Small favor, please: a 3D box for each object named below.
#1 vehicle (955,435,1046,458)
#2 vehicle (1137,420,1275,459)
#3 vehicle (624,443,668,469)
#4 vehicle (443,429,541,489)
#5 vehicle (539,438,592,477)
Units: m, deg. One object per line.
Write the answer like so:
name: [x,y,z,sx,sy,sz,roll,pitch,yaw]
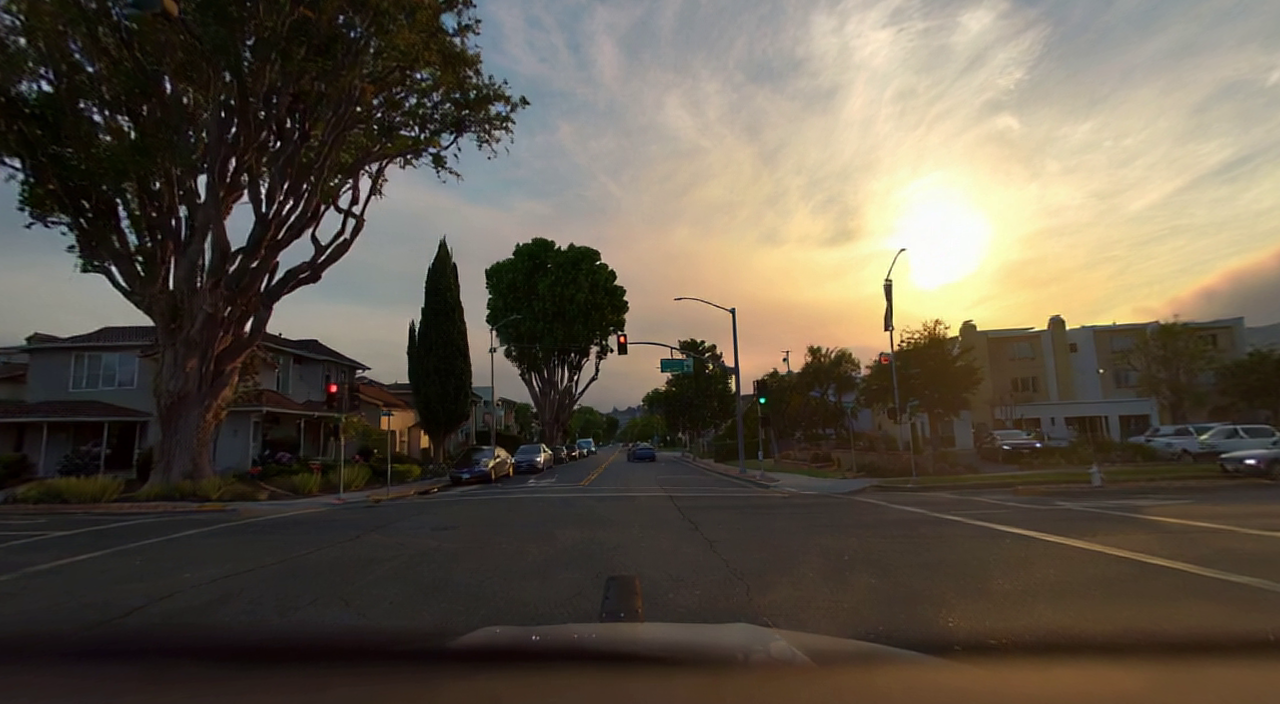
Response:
vehicle: [24.968,6.552,43.838,5.172,1.515,1.851,0,-9,-2]
vehicle: [33.263,5.158,37.238,5.969,2.149,2.331,0,-9,-4]
vehicle: [0.290,6.378,38.860,2.056,1.493,4.535,1,-9,-8]
vehicle: [-6.501,4.832,28.959,2.896,2.339,7.322,0,-9,-1]
vehicle: [-3.649,5.280,31.914,2.120,1.783,4.788,0,-9,0]
